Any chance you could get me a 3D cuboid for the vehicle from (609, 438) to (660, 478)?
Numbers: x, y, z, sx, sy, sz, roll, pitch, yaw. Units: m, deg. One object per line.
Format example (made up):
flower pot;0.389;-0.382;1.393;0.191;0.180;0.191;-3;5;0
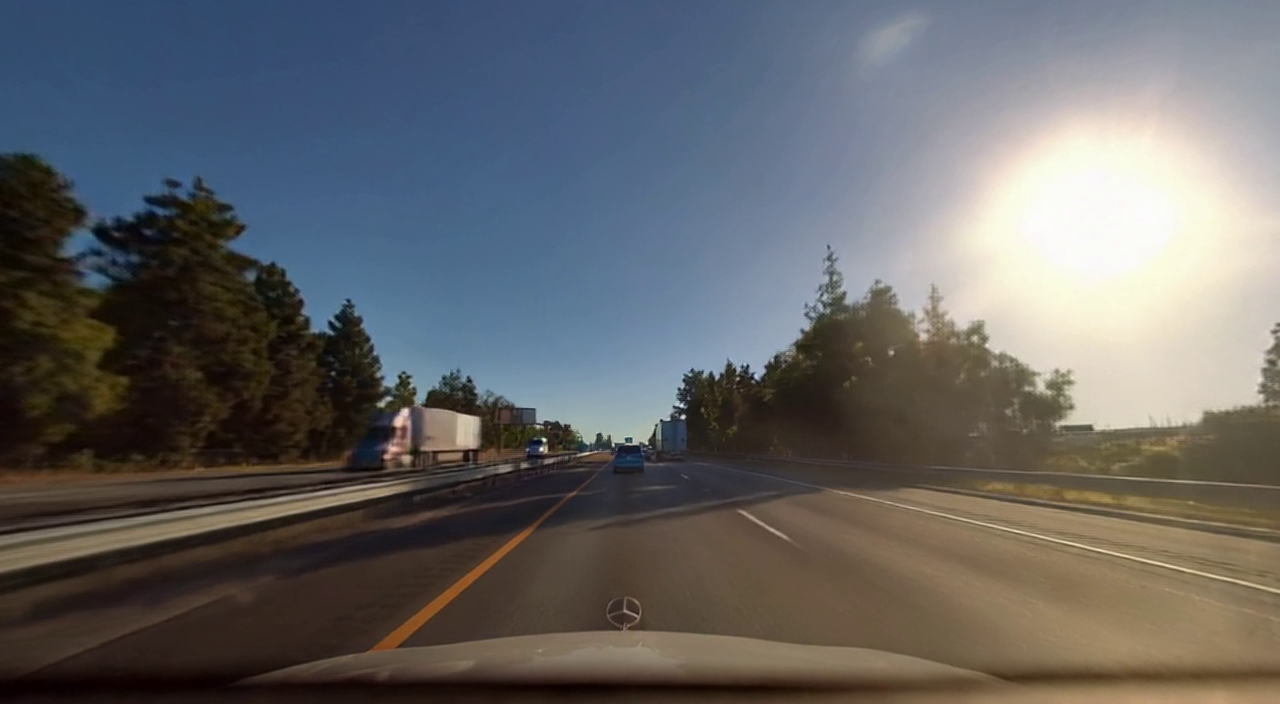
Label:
vehicle;-0.273;4.884;29.193;2.190;1.706;4.062;0;-9;-1
